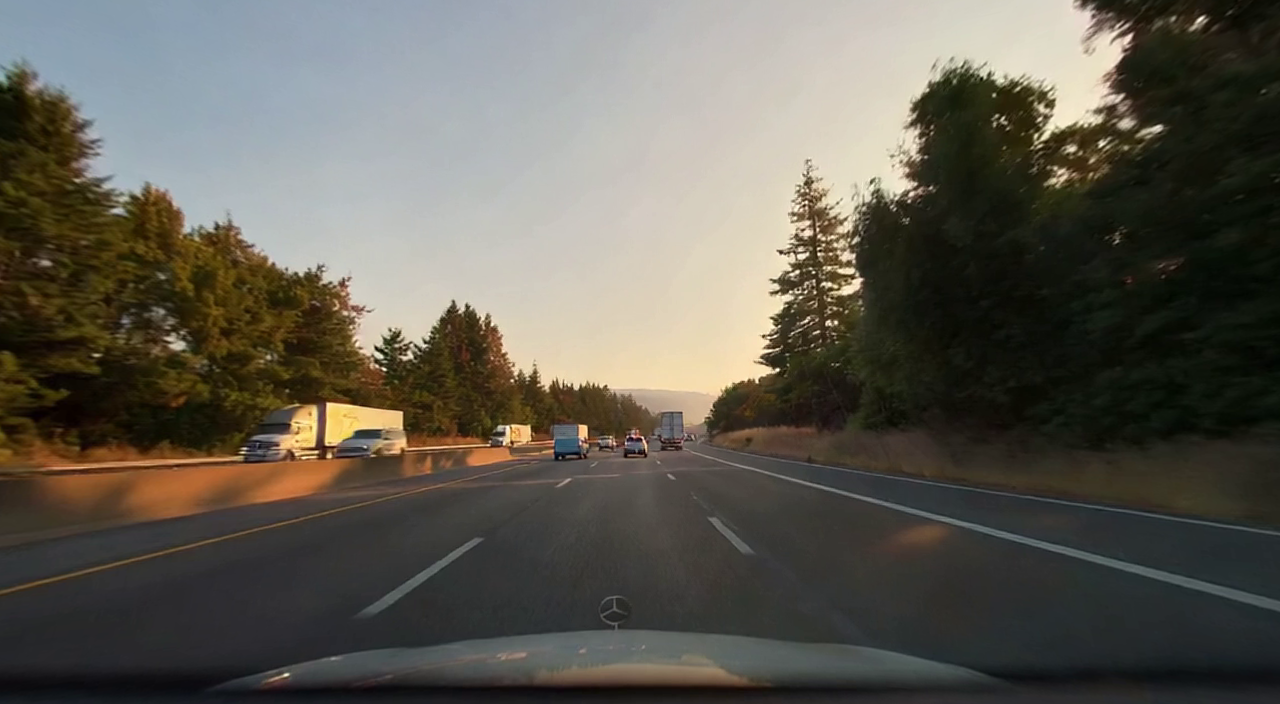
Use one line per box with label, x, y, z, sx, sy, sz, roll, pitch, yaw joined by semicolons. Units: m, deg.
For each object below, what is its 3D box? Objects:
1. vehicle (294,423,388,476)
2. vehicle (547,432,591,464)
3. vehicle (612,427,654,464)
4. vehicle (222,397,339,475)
vehicle;-16.191;5.334;34.581;2.274;2.595;5.800;-1;-8;0
vehicle;-4.145;5.669;37.258;2.047;1.757;4.183;-1;-8;1
vehicle;-0.416;5.281;35.523;2.211;1.933;4.315;0;-8;-1
vehicle;-20.177;4.805;35.813;2.986;3.988;5.912;-1;-8;0
